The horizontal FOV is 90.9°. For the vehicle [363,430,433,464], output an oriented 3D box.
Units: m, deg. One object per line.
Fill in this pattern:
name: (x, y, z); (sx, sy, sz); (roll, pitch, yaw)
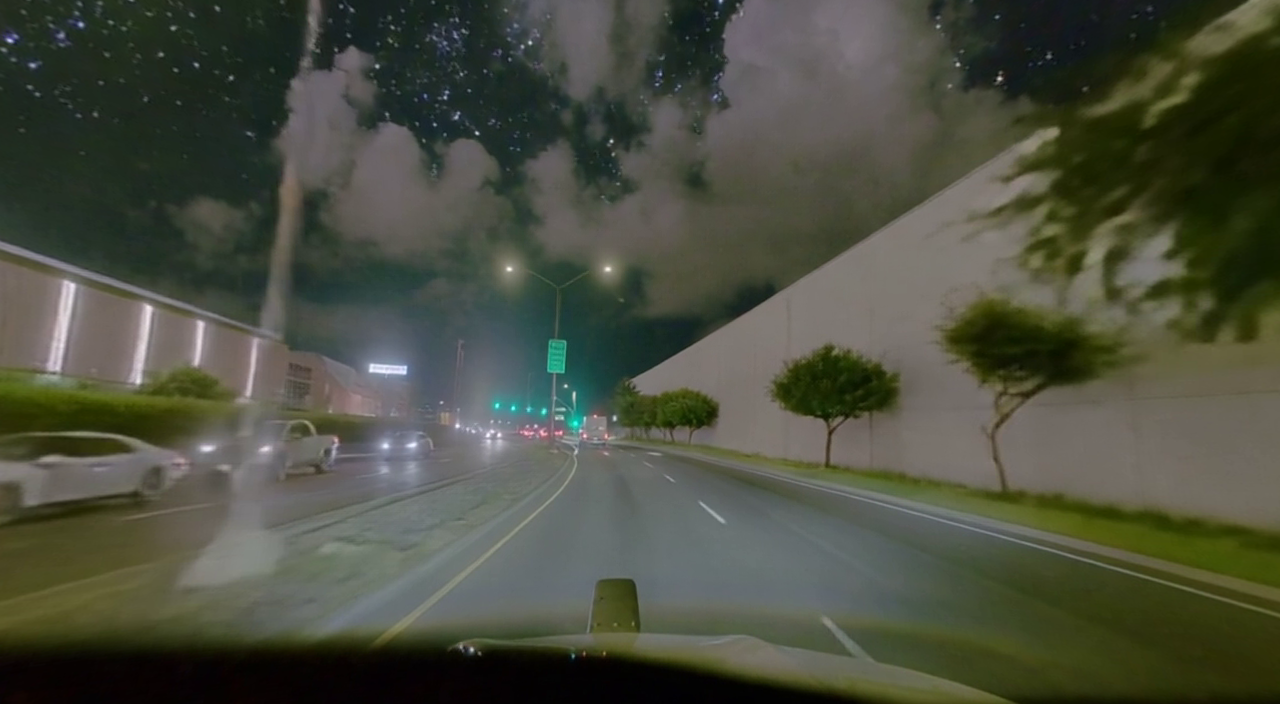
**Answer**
vehicle: (-11.386, 4.483, 29.914); (1.897, 1.515, 3.986); (1, -8, -3)

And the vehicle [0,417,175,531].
vehicle: (-10.114, 1.916, 10.345); (1.926, 1.610, 4.079); (0, -8, -2)

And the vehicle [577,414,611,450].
vehicle: (-3.697, 6.311, 49.591); (2.276, 2.706, 5.232); (1, -8, -9)

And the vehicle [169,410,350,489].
vehicle: (-10.587, 2.747, 18.182); (2.198, 1.916, 5.296); (1, -8, -4)
